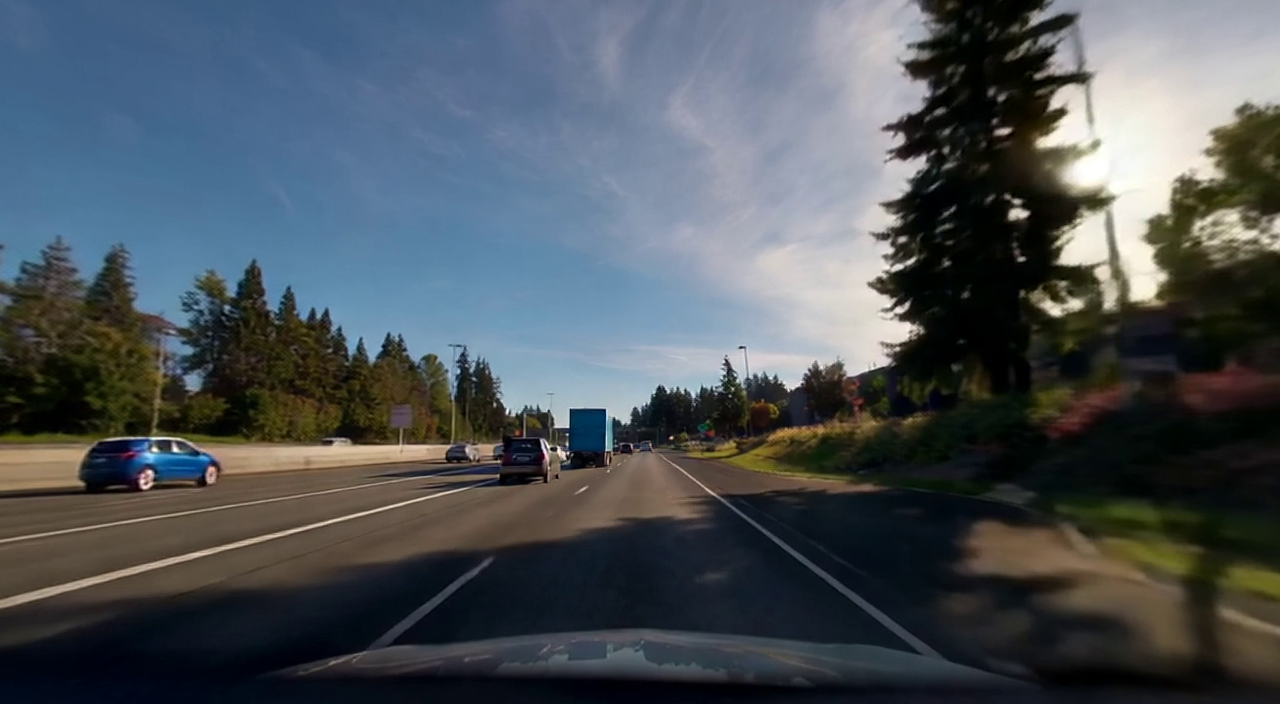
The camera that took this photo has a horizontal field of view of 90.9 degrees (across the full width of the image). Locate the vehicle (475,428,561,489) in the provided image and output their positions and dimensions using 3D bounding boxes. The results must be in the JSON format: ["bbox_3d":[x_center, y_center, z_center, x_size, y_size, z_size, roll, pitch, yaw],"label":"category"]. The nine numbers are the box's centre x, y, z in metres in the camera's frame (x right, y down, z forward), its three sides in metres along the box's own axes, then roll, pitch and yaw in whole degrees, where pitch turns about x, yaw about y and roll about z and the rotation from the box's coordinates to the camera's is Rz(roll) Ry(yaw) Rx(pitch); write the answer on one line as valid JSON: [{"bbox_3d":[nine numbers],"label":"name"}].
[{"bbox_3d":[-4.015,3.579,21.616,2.058,1.840,4.443,0,-8,0],"label":"vehicle"}]

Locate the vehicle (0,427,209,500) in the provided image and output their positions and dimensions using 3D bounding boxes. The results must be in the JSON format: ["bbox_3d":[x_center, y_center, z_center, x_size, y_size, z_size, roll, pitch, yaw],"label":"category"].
[{"bbox_3d":[-14.349,2.953,17.150,1.997,1.695,4.492,0,-8,1],"label":"vehicle"}]

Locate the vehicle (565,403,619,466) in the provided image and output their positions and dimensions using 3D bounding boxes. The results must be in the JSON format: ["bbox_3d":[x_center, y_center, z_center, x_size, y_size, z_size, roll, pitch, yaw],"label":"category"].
[{"bbox_3d":[-3.318,6.268,47.343,2.905,4.037,12.921,0,-8,1],"label":"vehicle"}]
